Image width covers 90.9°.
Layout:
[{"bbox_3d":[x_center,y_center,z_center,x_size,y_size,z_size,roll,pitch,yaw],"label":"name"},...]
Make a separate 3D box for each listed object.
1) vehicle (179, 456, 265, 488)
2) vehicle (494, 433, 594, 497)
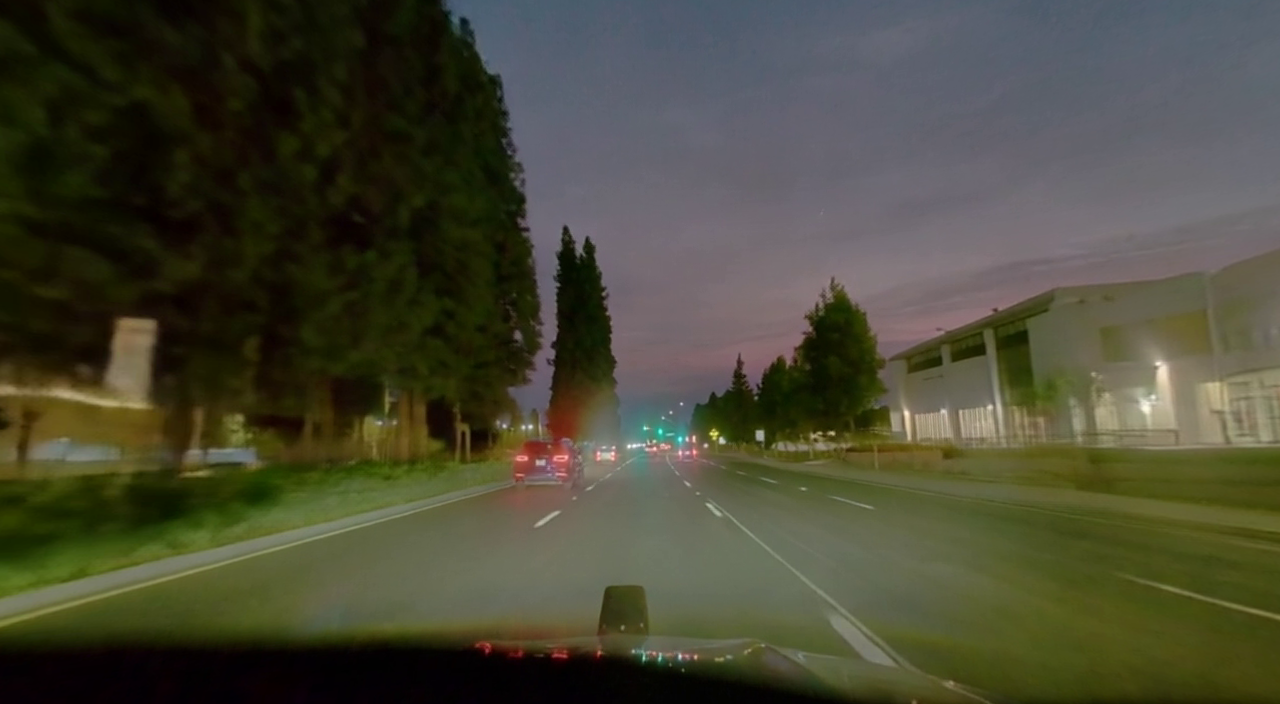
[{"bbox_3d":[-24.144,6.933,36.641,1.830,1.663,4.537,0,-9,0],"label":"vehicle"},{"bbox_3d":[-2.676,3.303,18.802,2.121,1.656,4.559,0,-9,2],"label":"vehicle"}]
